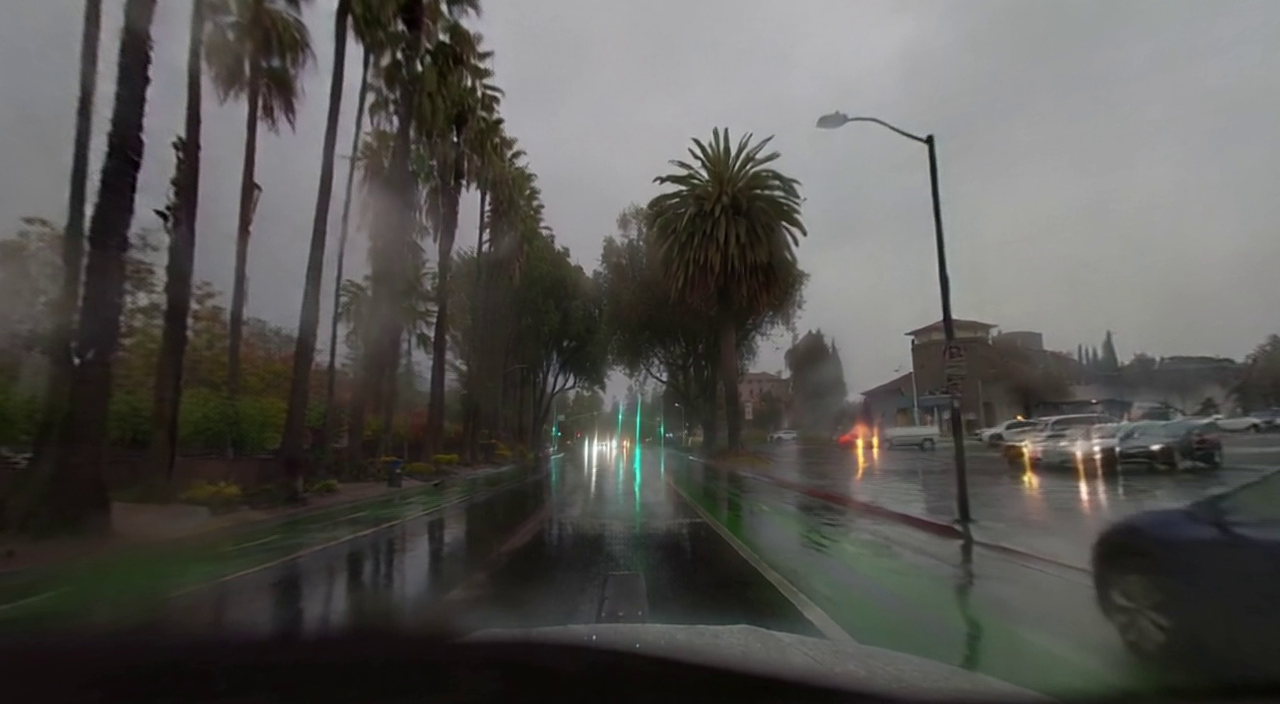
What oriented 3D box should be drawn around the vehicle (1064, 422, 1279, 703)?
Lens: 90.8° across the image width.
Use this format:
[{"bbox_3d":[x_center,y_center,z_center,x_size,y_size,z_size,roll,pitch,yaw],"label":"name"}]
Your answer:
[{"bbox_3d":[4.496,1.114,2.837,1.997,1.640,4.494,0,-9,-1],"label":"vehicle"}]
